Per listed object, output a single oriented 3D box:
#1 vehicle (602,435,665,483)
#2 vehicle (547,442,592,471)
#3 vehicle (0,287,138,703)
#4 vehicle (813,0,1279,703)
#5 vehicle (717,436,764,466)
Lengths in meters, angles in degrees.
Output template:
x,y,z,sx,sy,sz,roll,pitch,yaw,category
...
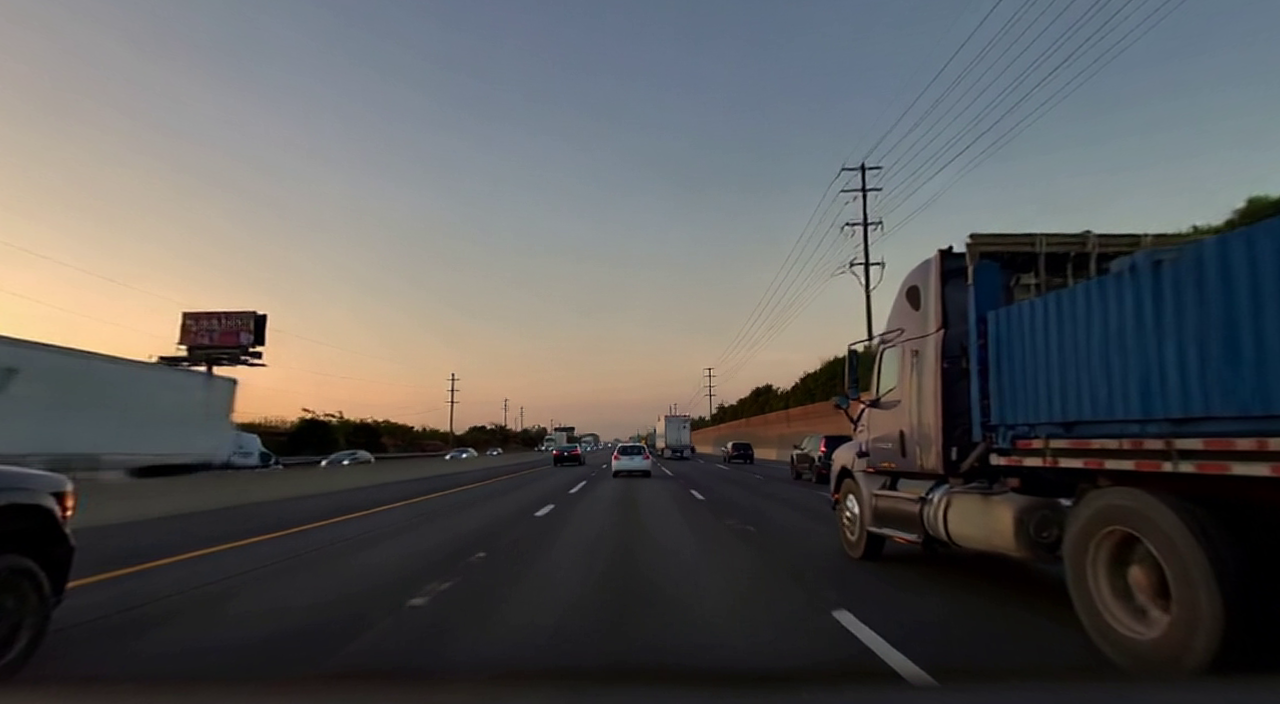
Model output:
x,y,z,sx,sy,sz,roll,pitch,yaw,category
-0.223,4.074,24.273,2.191,1.685,4.015,0,-9,0,vehicle
-3.889,5.858,35.541,2.025,1.498,4.675,0,-9,0,vehicle
-4.169,0.382,0.628,2.323,2.046,6.006,0,-9,1,vehicle
3.610,-0.212,3.164,3.013,3.940,7.933,0,-9,-1,vehicle
7.001,6.968,44.560,2.302,1.973,5.502,0,-9,-1,vehicle
